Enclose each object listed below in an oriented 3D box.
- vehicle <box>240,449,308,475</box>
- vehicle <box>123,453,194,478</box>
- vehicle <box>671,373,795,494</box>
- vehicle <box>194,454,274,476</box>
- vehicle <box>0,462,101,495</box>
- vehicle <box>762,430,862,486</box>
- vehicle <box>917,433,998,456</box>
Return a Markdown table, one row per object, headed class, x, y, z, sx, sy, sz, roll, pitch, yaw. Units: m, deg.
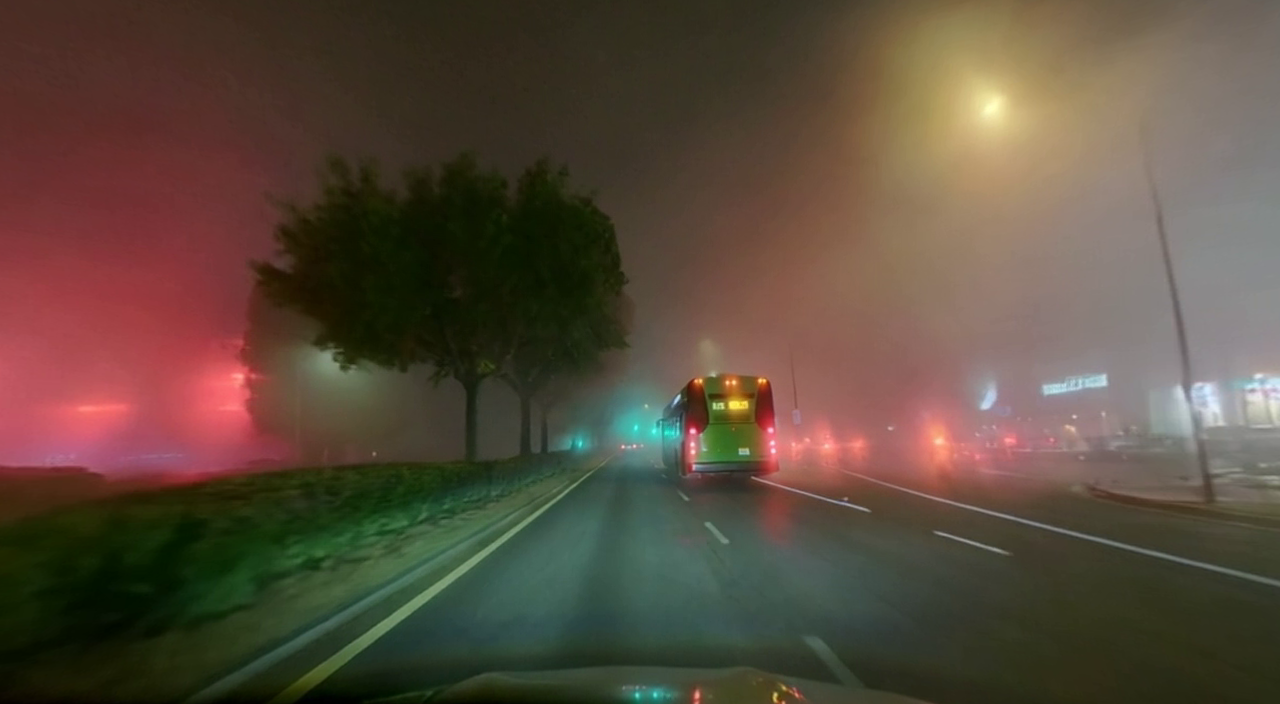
| class | x | y | z | sx | sy | sz | roll | pitch | yaw |
| --- | --- | --- | --- | --- | --- | --- | --- | --- | --- |
| vehicle | -28.481 | 8.550 | 49.195 | 2.181 | 1.901 | 5.196 | 0 | -8 | 1 |
| vehicle | -36.963 | 8.706 | 48.467 | 1.941 | 1.761 | 4.272 | 0 | -8 | 1 |
| vehicle | 2.776 | 2.912 | 21.993 | 2.766 | 3.306 | 9.281 | 0 | -8 | -1 |
| vehicle | -31.116 | 8.642 | 48.528 | 2.314 | 1.487 | 5.898 | 2 | -9 | -1 |
| vehicle | -31.725 | 6.593 | 32.897 | 1.983 | 1.531 | 5.126 | -8 | -12 | 44 |
| vehicle | 5.983 | 3.744 | 22.534 | 2.129 | 1.754 | 4.668 | 0 | -8 | -2 |
| vehicle | 21.580 | 6.309 | 42.844 | 4.589 | 1.480 | 1.979 | 1 | -9 | -10 |
